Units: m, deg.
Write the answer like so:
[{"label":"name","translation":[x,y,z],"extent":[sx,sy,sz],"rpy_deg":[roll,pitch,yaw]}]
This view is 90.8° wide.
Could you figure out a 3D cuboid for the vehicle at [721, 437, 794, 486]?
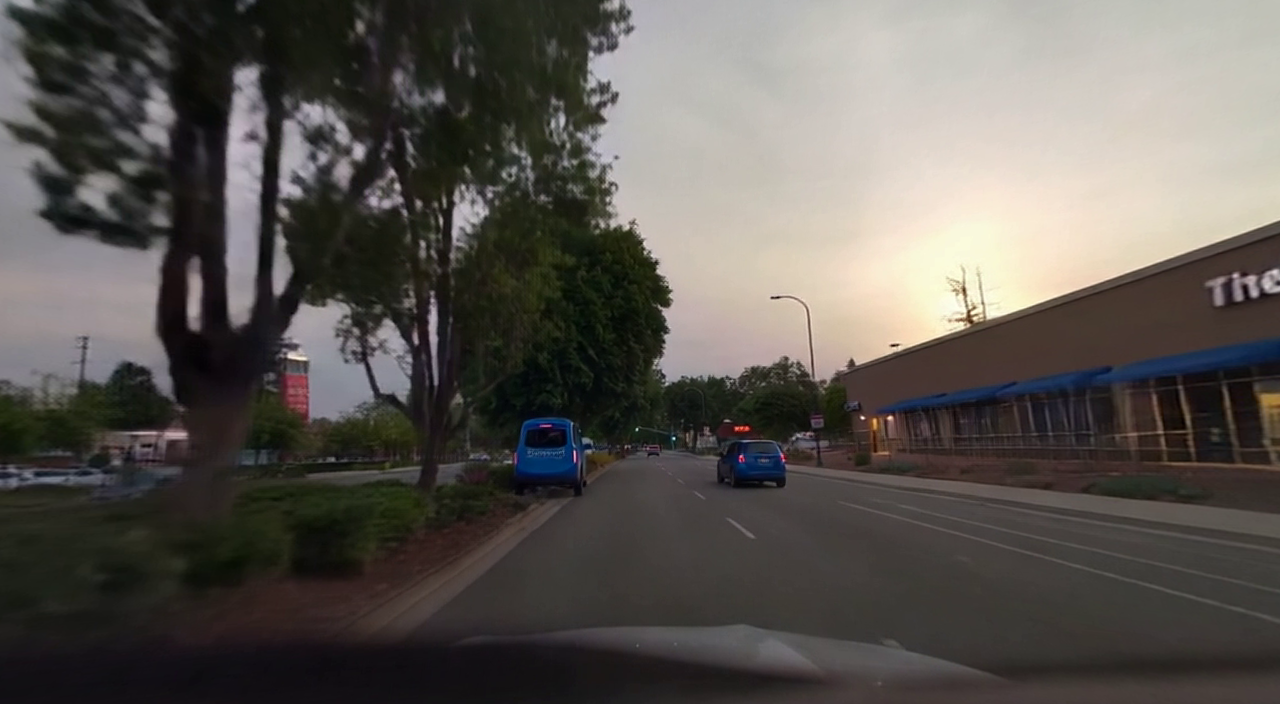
[{"label":"vehicle","translation":[4.294,4.066,23.755],"extent":[1.869,1.646,4.166],"rpy_deg":[0,-9,-1]}]

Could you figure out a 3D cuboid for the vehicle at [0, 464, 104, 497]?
[{"label":"vehicle","translation":[-31.404,6.793,33.454],"extent":[4.225,1.449,1.819],"rpy_deg":[1,-9,-28]}]

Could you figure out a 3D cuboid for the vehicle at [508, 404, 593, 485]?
[{"label":"vehicle","translation":[-3.338,3.672,25.009],"extent":[2.443,2.784,5.862],"rpy_deg":[0,-9,1]}]
